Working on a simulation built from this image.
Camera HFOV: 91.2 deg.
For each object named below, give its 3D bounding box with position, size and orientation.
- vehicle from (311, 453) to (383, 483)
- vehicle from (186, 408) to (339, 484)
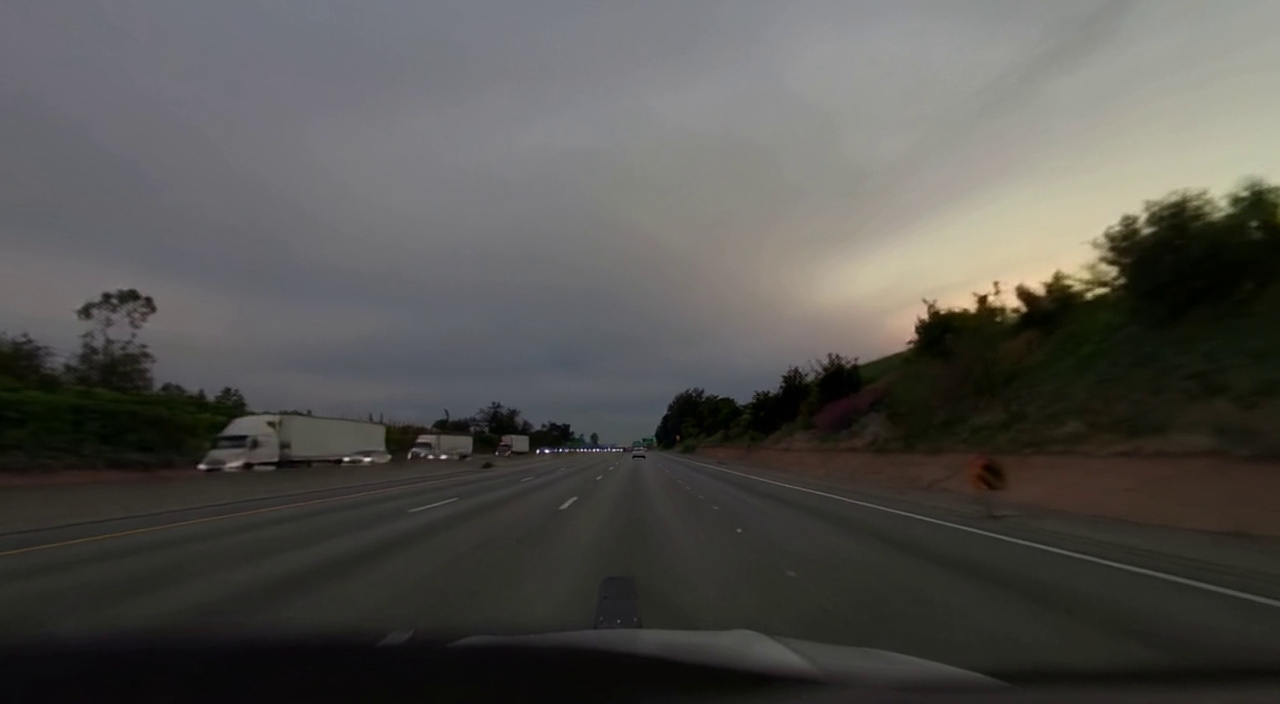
[{"bbox_3d":[-15.808,6.233,34.061,1.845,1.481,4.396,0,-9,-1],"label":"vehicle"},{"bbox_3d":[-22.921,5.894,39.140,3.011,4.011,10.543,0,-9,-1],"label":"vehicle"}]
